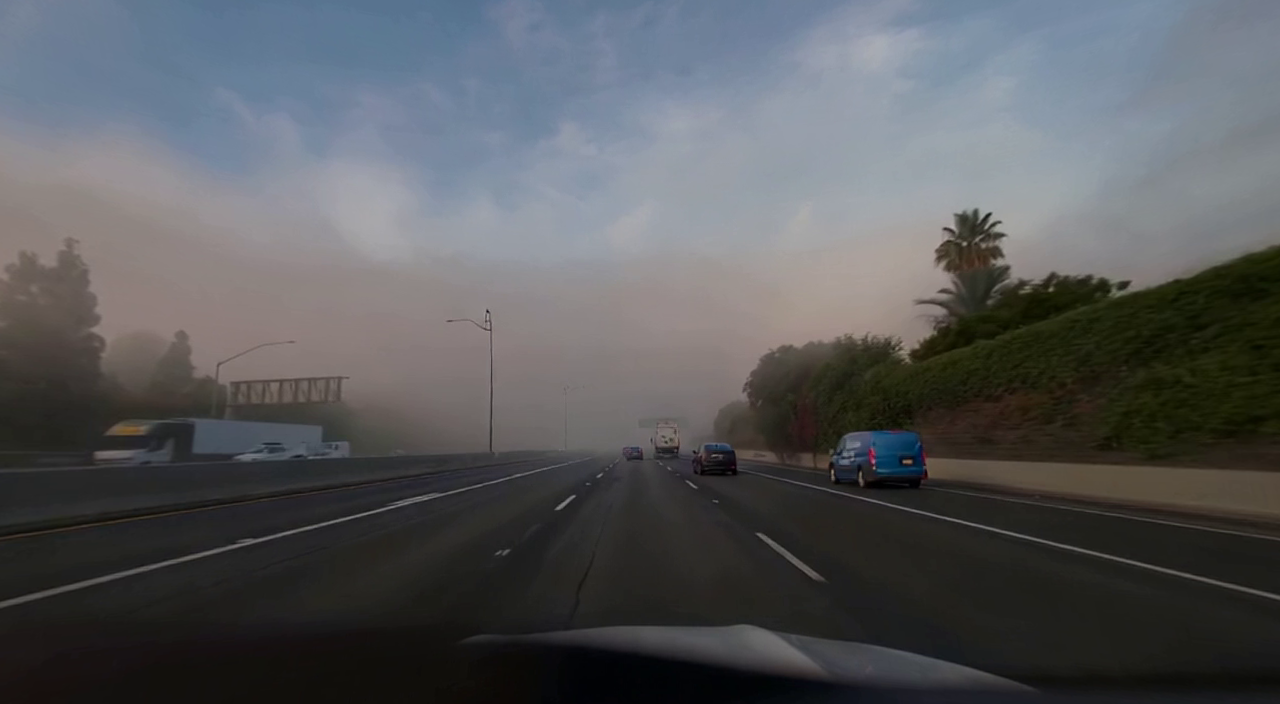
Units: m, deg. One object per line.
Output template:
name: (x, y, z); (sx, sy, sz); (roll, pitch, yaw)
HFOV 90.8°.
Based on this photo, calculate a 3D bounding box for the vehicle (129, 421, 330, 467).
vehicle: (-29.123, 6.908, 47.172); (2.682, 2.685, 19.077); (0, -8, 0)

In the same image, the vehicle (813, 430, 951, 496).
vehicle: (7.367, 3.423, 19.928); (2.266, 1.799, 4.947); (0, -9, -2)

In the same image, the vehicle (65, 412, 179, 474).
vehicle: (-29.014, 5.109, 35.595); (3.011, 3.266, 3.745); (0, -9, 0)

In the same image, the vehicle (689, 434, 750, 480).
vehicle: (3.573, 4.813, 29.221); (2.035, 1.931, 4.841); (0, -9, -2)
